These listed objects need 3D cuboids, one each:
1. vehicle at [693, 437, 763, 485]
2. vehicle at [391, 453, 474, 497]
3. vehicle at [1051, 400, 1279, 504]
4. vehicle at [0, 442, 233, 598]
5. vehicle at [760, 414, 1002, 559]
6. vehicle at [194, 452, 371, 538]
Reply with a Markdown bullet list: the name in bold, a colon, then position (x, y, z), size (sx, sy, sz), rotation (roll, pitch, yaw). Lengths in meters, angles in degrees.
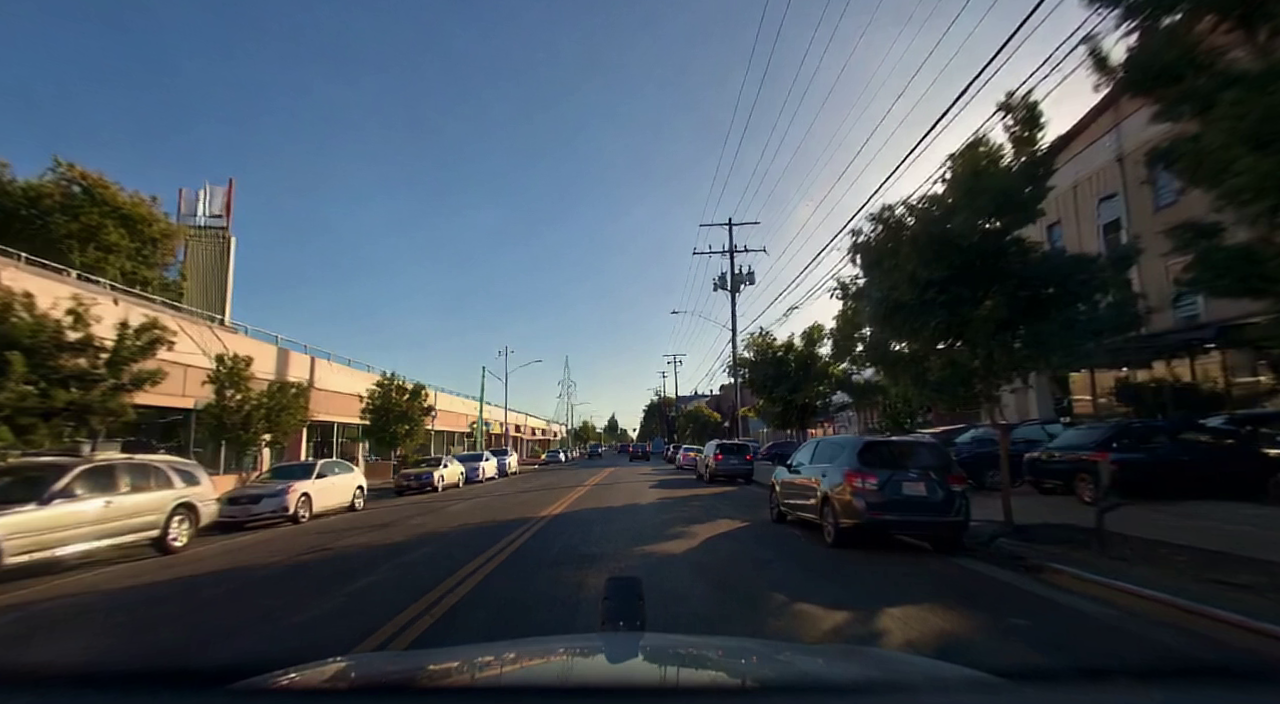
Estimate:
- **vehicle**: position (3.450, 4.408, 25.802), size (2.088, 1.765, 4.704), rotation (0, -9, -1)
- **vehicle**: position (-8.719, 5.177, 27.033), size (2.022, 1.501, 4.860), rotation (0, -7, -2)
- **vehicle**: position (10.586, 1.844, 11.751), size (4.477, 1.740, 1.934), rotation (0, -9, -2)
- **vehicle**: position (-8.702, 2.327, 9.308), size (1.899, 1.780, 5.225), rotation (-3, -7, 1)
- **vehicle**: position (3.415, 2.036, 10.110), size (1.962, 1.752, 4.478), rotation (-1, -10, -1)
- **vehicle**: position (-8.600, 3.414, 15.764), size (1.860, 1.565, 4.569), rotation (-3, -7, -1)
